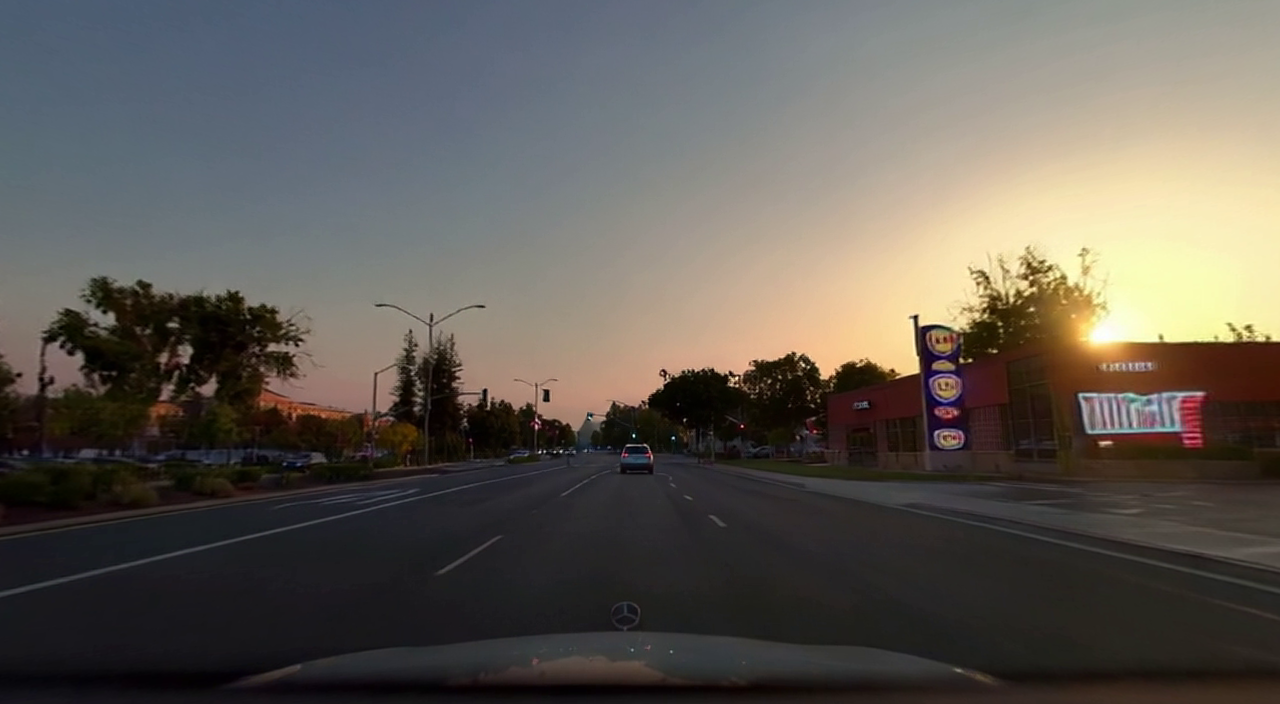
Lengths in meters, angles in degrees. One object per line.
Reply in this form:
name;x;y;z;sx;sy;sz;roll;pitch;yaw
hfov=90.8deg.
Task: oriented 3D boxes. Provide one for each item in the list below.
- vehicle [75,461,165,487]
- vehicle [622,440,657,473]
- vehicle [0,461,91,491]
vehicle;-32.159;7.528;39.131;3.791;1.473;1.942;0;-9;-2
vehicle;0.001;6.534;39.689;2.096;1.961;4.259;0;-9;1
vehicle;-32.170;6.560;33.587;4.063;1.479;1.939;0;-9;-2
